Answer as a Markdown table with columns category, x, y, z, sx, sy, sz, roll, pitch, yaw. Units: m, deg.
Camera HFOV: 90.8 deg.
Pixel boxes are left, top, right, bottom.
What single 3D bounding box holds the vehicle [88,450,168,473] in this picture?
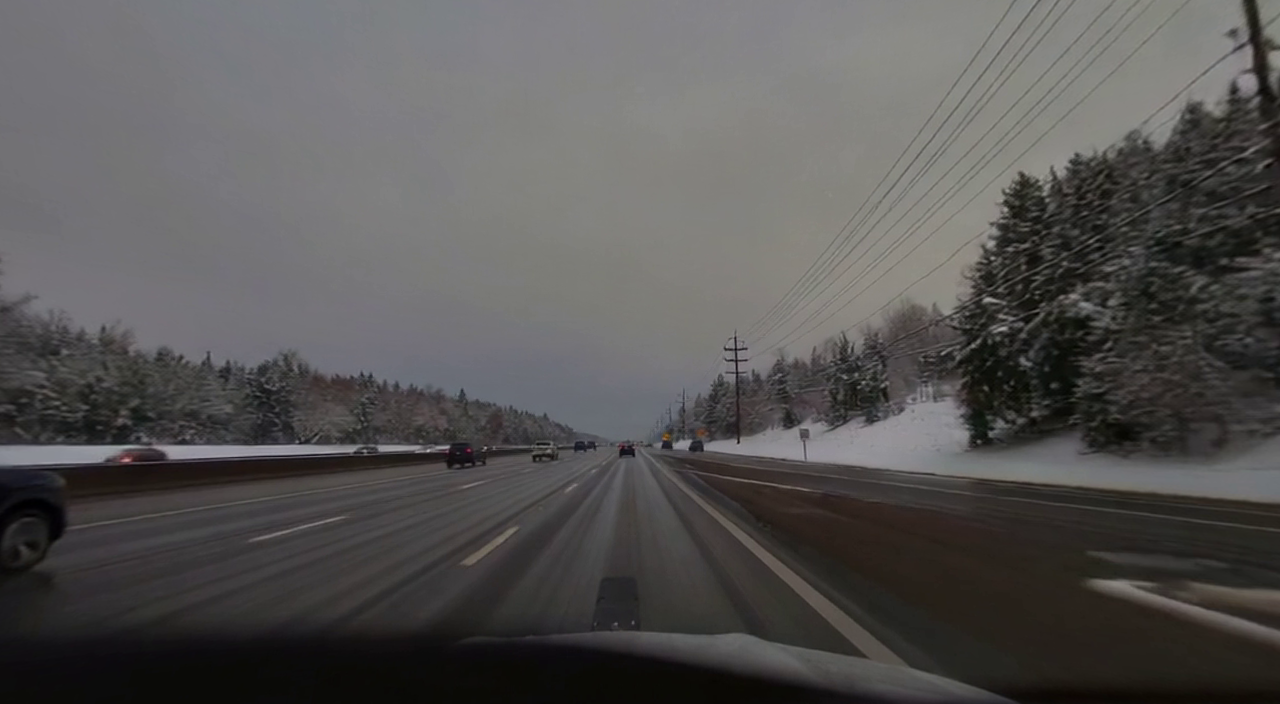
| category | x | y | z | sx | sy | sz | roll | pitch | yaw |
| --- | --- | --- | --- | --- | --- | --- | --- | --- | --- |
| vehicle | -34.355 | 7.334 | 42.540 | 1.777 | 1.438 | 4.387 | 0 | -8 | -1 |

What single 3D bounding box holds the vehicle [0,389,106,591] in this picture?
| category | x | y | z | sx | sy | sz | roll | pitch | yaw |
| --- | --- | --- | --- | --- | --- | --- | --- | --- | --- |
| vehicle | -6.796 | 0.998 | 3.998 | 2.115 | 1.799 | 5.444 | 0 | -8 | -1 |

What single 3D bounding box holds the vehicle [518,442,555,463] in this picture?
| category | x | y | z | sx | sy | sz | roll | pitch | yaw |
| --- | --- | --- | --- | --- | --- | --- | --- | --- | --- |
| vehicle | -7.482 | 7.325 | 46.194 | 1.954 | 1.432 | 4.183 | 0 | -8 | 0 |

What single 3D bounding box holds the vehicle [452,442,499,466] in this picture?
| category | x | y | z | sx | sy | sz | roll | pitch | yaw |
| --- | --- | --- | --- | --- | --- | --- | --- | --- | --- |
| vehicle | -10.650 | 6.601 | 41.170 | 1.887 | 1.473 | 4.352 | 0 | -8 | 0 |
